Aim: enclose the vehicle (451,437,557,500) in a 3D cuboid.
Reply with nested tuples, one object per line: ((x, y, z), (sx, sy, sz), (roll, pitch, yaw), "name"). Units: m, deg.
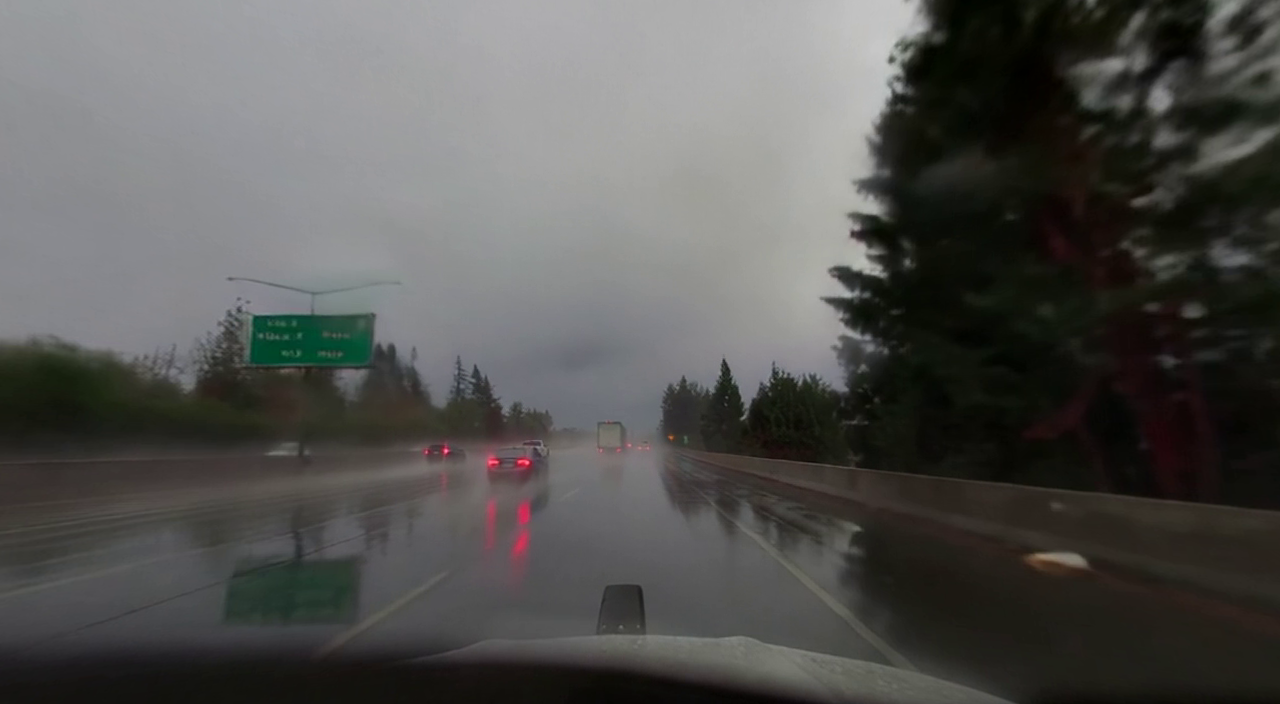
((-3.680, 3.221, 17.856), (1.931, 1.528, 4.126), (0, -8, 2), "vehicle")

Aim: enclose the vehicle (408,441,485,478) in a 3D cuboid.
((-8.671, 4.831, 28.623), (2.036, 1.506, 4.358), (0, -9, 1), "vehicle")
